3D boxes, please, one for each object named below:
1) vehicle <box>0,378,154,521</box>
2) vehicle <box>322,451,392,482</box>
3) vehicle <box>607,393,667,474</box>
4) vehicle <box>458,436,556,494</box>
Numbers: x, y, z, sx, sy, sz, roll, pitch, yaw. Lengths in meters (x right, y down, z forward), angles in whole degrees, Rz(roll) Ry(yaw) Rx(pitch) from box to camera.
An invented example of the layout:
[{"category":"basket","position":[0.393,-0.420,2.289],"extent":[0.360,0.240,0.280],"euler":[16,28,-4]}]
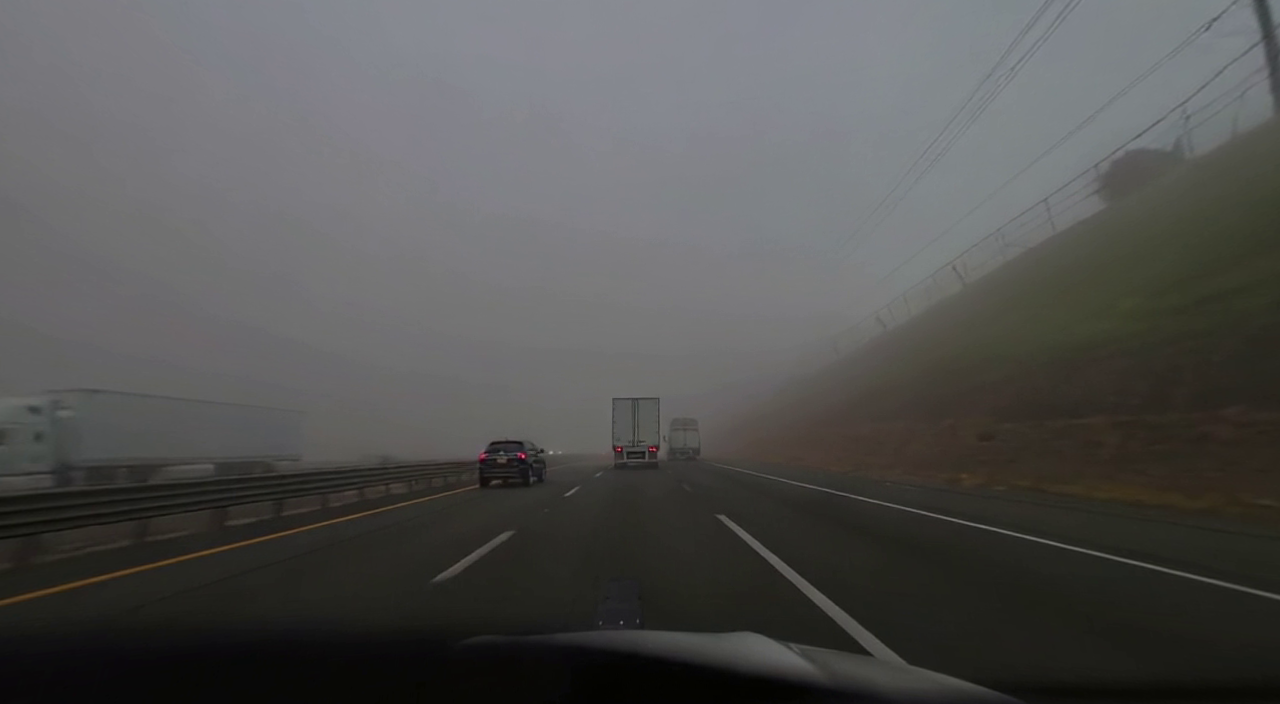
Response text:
[{"category":"vehicle","position":[-19.767,3.151,20.436],"extent":[2.983,4.049,5.976],"euler":[0,-9,0]},{"category":"vehicle","position":[-15.273,6.191,34.336],"extent":[1.867,1.518,4.106],"euler":[0,-9,0]},{"category":"vehicle","position":[-0.129,4.897,36.992],"extent":[2.985,4.025,10.982],"euler":[0,-9,0]},{"category":"vehicle","position":[-4.171,3.630,20.645],"extent":[2.170,1.657,4.573],"euler":[0,-9,1]}]
